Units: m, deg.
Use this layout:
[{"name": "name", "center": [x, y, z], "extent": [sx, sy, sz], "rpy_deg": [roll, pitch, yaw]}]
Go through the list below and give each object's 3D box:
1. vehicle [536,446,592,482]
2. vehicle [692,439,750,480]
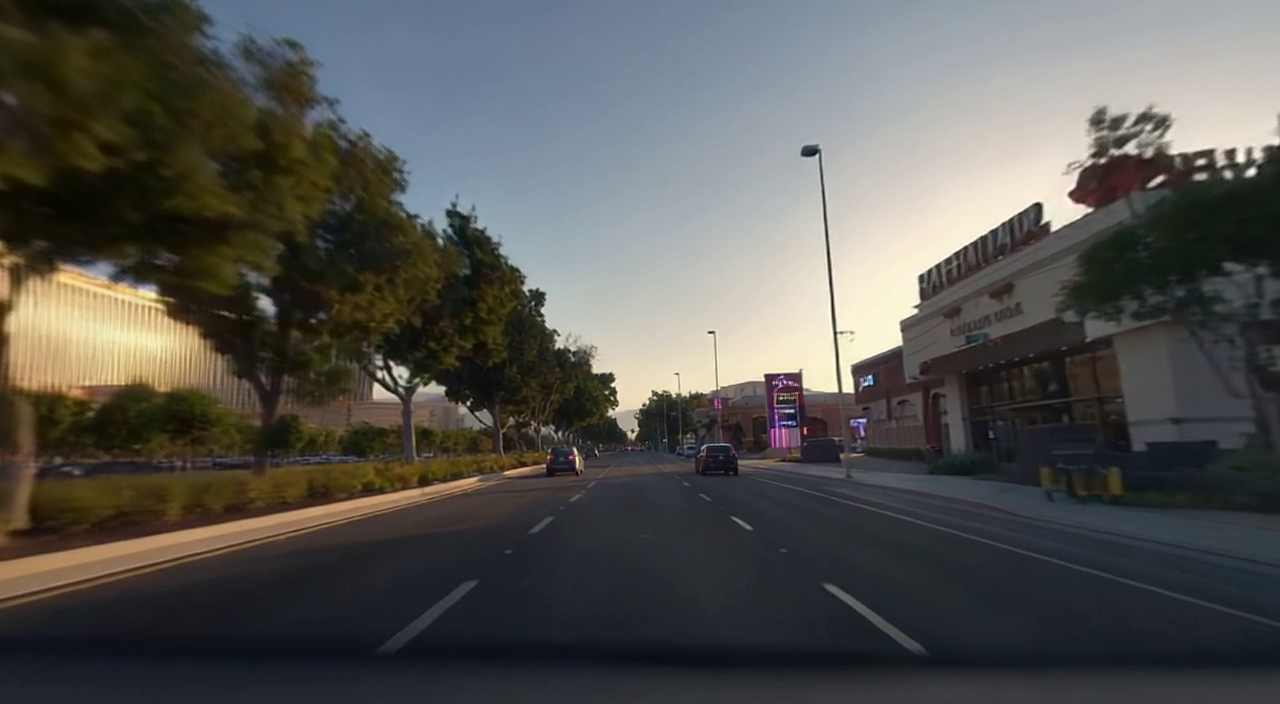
[{"name": "vehicle", "center": [-3.315, 4.987, 28.253], "extent": [2.005, 1.477, 4.169], "rpy_deg": [0, -9, 0]}, {"name": "vehicle", "center": [3.744, 5.052, 29.795], "extent": [2.083, 1.743, 4.354], "rpy_deg": [0, -9, -1]}]
